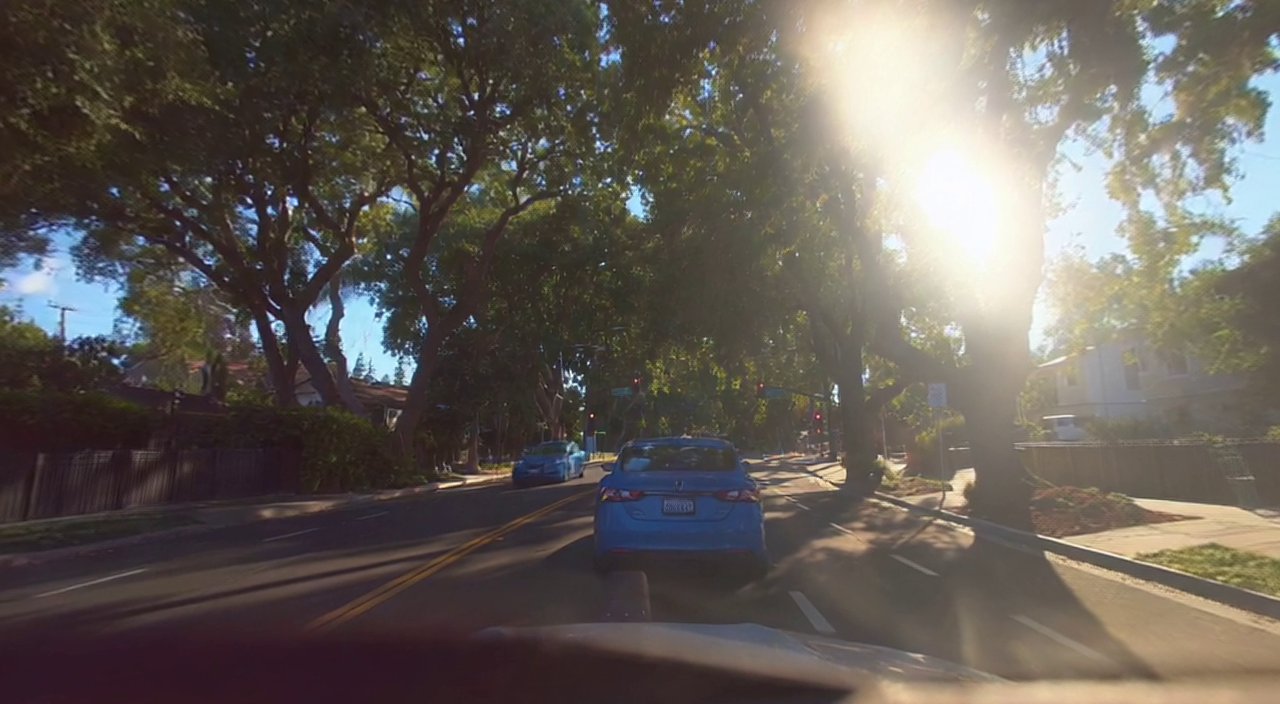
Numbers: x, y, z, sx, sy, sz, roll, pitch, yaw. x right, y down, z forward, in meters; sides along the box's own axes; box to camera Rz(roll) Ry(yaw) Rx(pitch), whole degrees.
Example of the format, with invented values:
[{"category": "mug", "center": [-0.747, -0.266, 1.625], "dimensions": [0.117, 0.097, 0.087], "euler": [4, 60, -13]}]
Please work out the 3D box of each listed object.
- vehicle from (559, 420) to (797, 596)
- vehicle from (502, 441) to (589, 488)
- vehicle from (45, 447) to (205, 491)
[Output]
[{"category": "vehicle", "center": [0.370, 1.653, 7.535], "dimensions": [2.070, 1.516, 3.936], "euler": [0, -8, 1]}, {"category": "vehicle", "center": [-3.259, 3.992, 22.802], "dimensions": [1.956, 1.488, 4.560], "euler": [-1, -8, 7]}, {"category": "vehicle", "center": [-18.115, 4.100, 22.269], "dimensions": [4.069, 1.445, 2.063], "euler": [-2, -9, 8]}]
